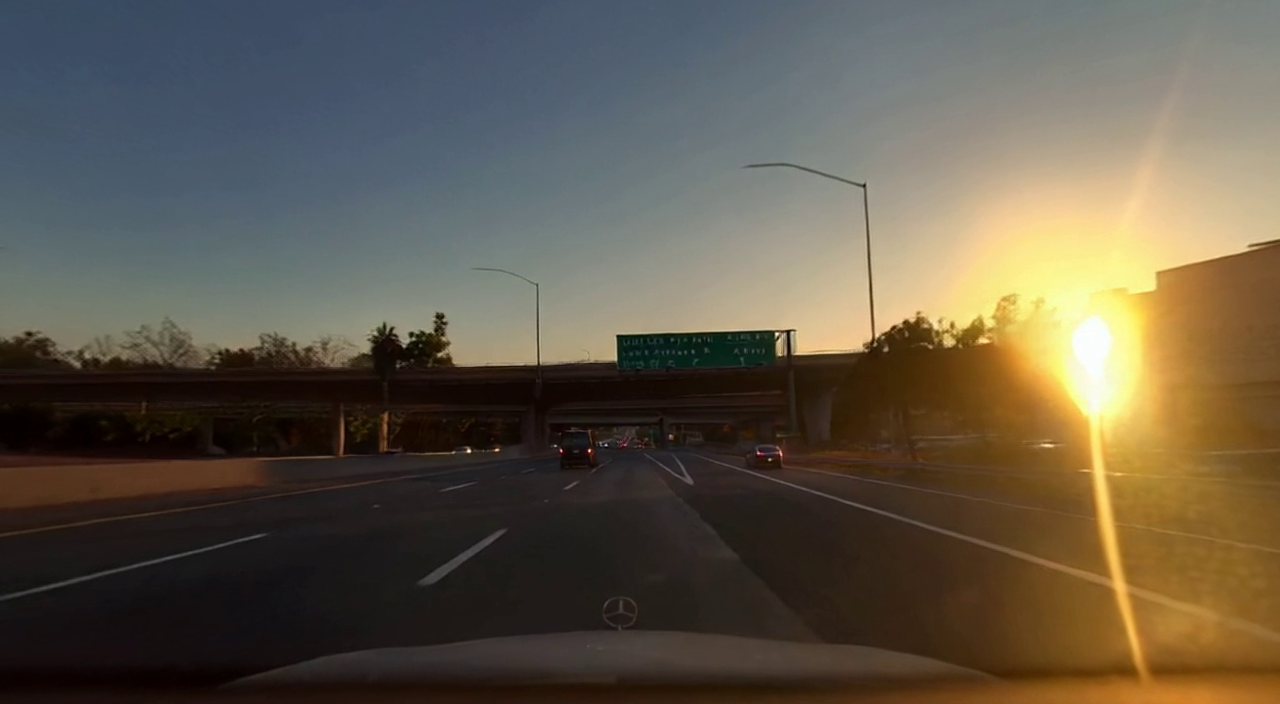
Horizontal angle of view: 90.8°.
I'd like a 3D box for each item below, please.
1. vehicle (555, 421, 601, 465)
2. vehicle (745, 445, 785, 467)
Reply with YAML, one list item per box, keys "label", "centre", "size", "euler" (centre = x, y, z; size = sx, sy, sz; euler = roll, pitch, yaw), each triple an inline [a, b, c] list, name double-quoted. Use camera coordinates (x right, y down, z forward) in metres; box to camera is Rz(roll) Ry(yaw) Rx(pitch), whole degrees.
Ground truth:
- label: "vehicle"
  centre: [-4.411, 6.698, 46.227]
  size: [2.881, 2.937, 7.045]
  euler: [0, -9, -2]
- label: "vehicle"
  centre: [8.822, 7.380, 45.047]
  size: [2.035, 1.491, 4.246]
  euler: [0, -9, 1]
